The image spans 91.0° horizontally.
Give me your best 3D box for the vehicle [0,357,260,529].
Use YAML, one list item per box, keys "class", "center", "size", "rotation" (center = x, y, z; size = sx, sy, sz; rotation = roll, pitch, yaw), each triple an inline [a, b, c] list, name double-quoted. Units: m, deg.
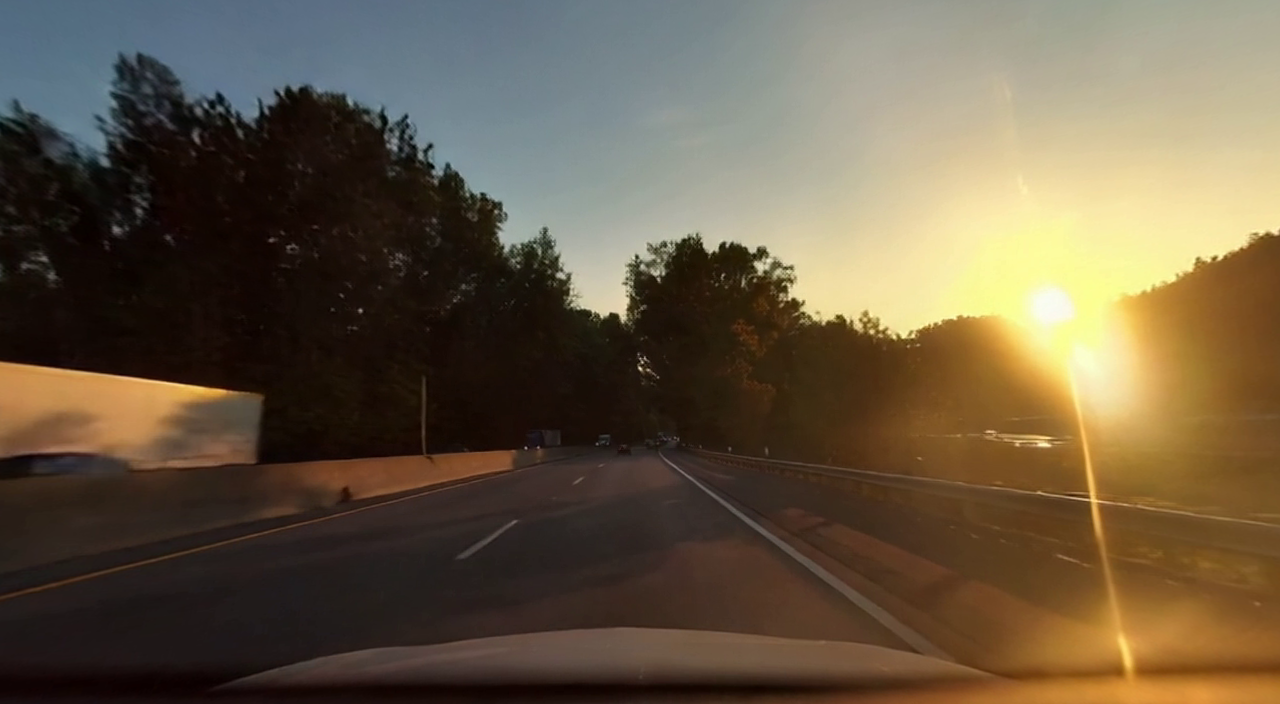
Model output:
- class: "vehicle"
  center: [-16.711, 2.570, 17.737]
  size: [2.883, 4.044, 14.698]
  rotation: [0, -8, 0]
